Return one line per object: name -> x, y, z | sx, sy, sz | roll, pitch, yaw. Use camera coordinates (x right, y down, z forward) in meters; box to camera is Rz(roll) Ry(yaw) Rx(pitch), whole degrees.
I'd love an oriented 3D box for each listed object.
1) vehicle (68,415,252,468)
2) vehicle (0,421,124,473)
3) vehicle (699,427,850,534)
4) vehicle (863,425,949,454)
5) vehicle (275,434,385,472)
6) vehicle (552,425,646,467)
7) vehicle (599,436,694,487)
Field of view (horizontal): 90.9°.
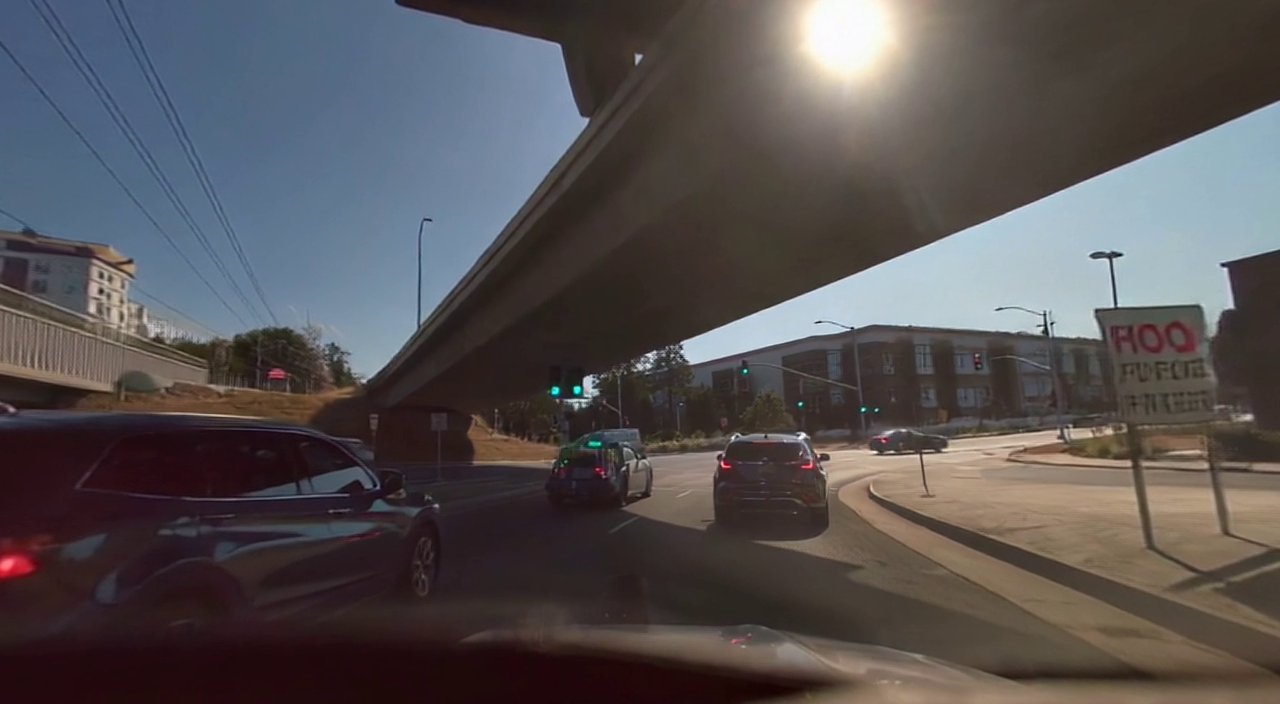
vehicle -> -36.174, 6.884, 48.376 | 3.014, 3.603, 10.845 | -4, -9, 24
vehicle -> -44.913, 6.844, 45.454 | 2.989, 3.604, 11.471 | -4, -10, 26
vehicle -> 2.400, 2.254, 11.701 | 2.195, 1.571, 4.353 | -2, -9, 10
vehicle -> 15.719, 5.194, 37.244 | 4.755, 1.623, 2.290 | 5, -10, -32
vehicle -> -16.317, 5.326, 33.449 | 4.827, 1.885, 2.008 | 2, -9, -14
vehicle -> -2.124, 4.740, 31.642 | 2.175, 1.930, 4.761 | 8, -12, -42
vehicle -> 0.374, 3.694, 21.624 | 2.214, 1.519, 4.704 | -2, -9, 13
